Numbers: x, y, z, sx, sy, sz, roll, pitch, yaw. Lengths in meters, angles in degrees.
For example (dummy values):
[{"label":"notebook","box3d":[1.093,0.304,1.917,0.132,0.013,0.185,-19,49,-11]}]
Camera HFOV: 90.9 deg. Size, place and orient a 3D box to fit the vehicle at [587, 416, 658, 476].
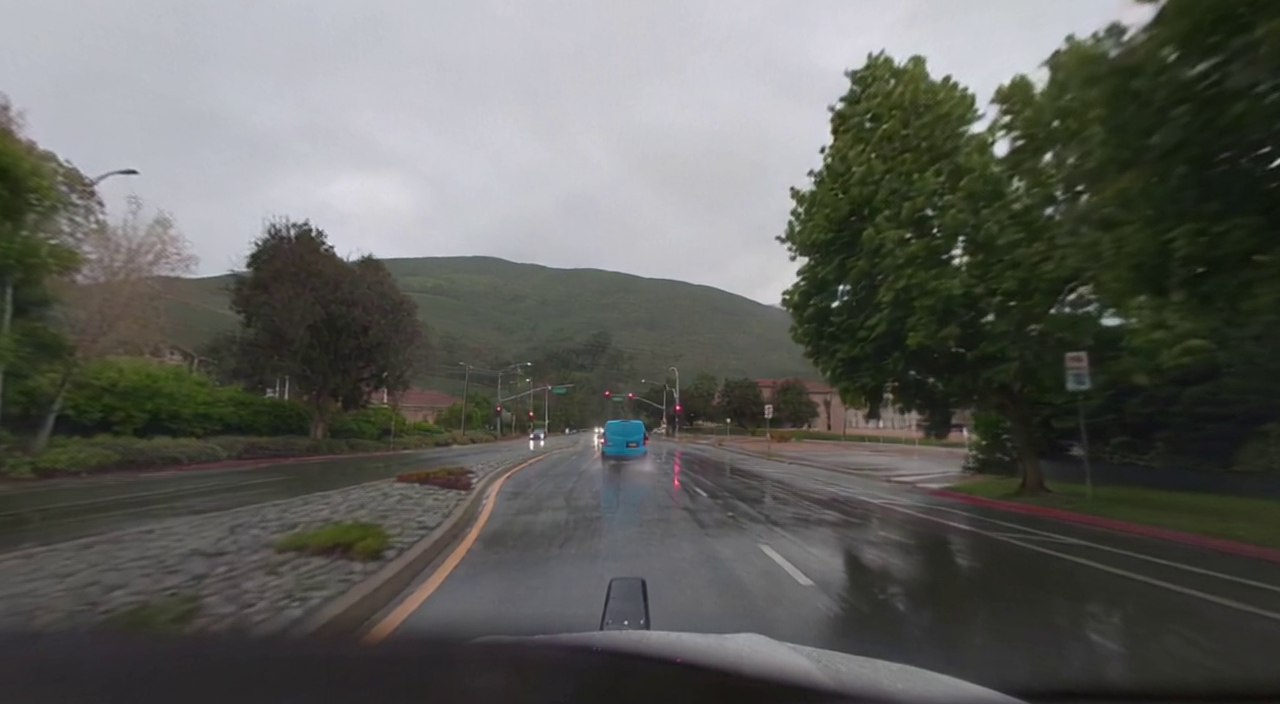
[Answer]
[{"label":"vehicle","box3d":[-0.599,3.208,21.508,2.185,1.822,4.391,0,-8,-2]}]
